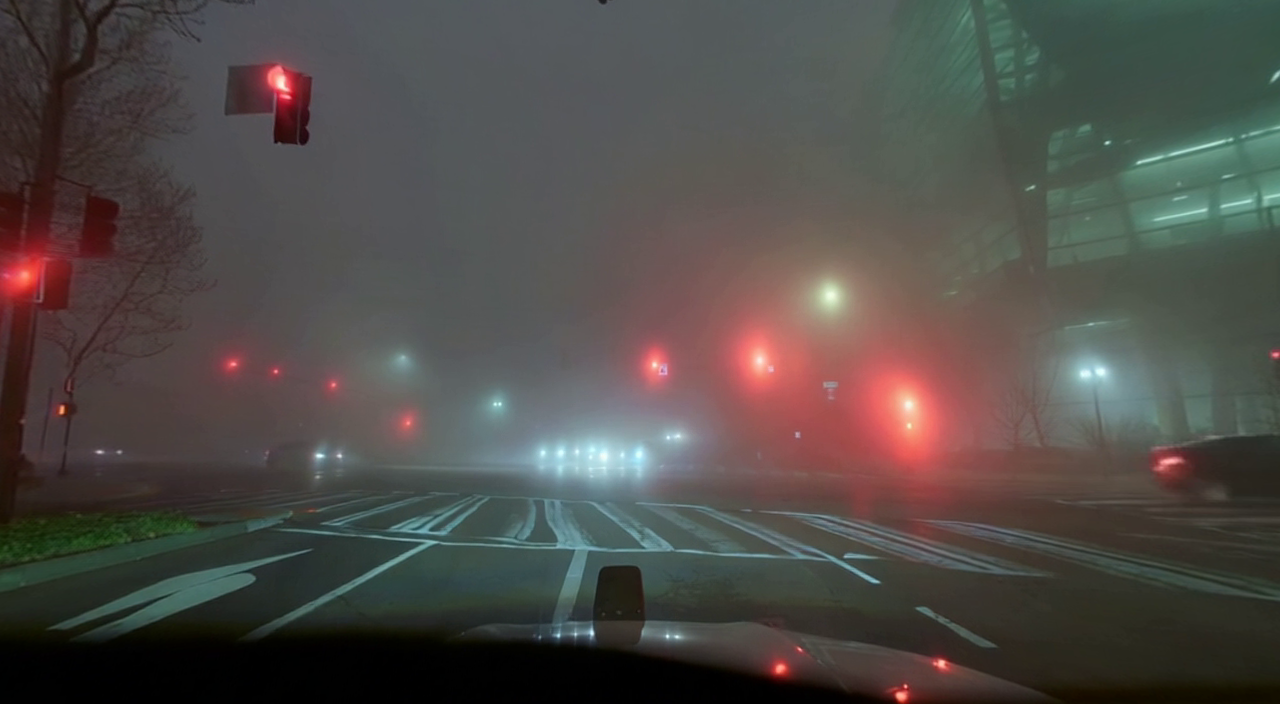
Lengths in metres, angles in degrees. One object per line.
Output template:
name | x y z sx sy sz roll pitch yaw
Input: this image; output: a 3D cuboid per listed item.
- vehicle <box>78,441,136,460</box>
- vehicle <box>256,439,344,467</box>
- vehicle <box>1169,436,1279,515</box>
vehicle | -42.229 7.785 49.992 4.380 1.455 1.869 -5 -10 28
vehicle | -20.207 5.961 37.456 5.408 1.505 2.091 -6 -10 32
vehicle | 13.320 2.427 12.548 4.110 1.511 1.883 -7 -11 37
